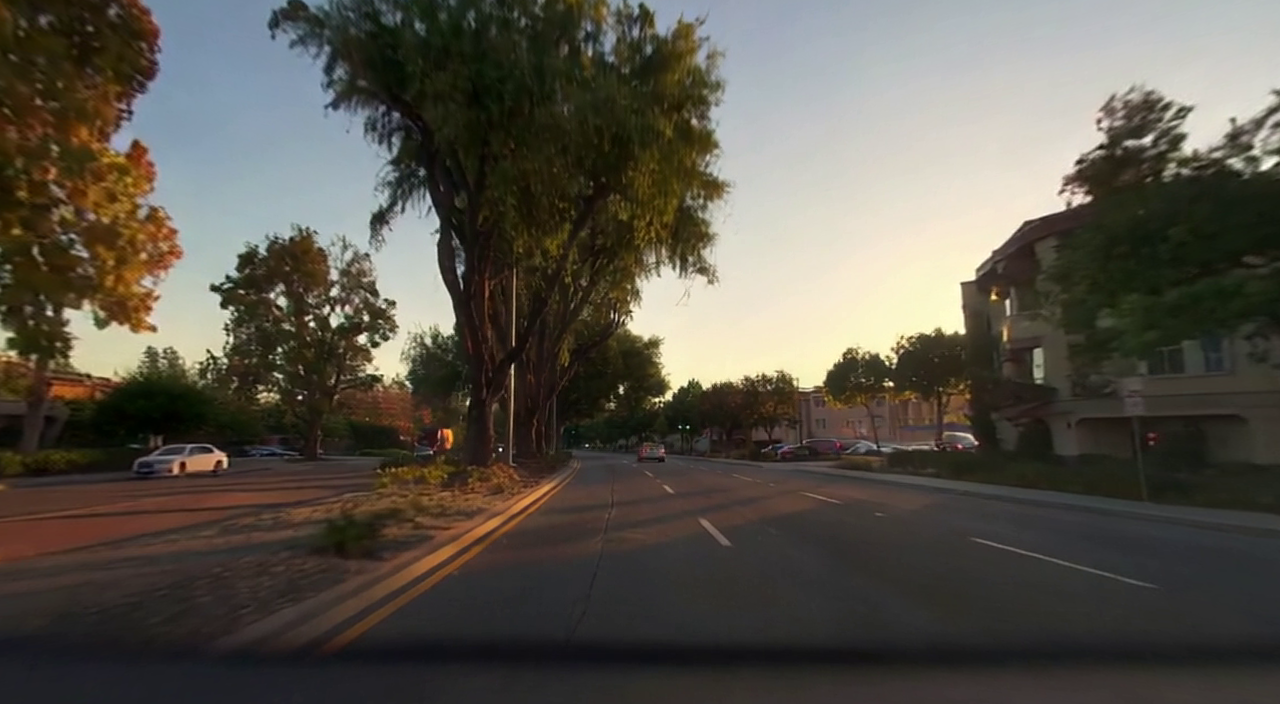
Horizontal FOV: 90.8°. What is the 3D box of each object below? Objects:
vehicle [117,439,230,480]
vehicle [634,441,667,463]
[{"bbox_3d":[-20.428,4.721,27.942,1.874,1.651,4.259,0,-9,-3],"label":"vehicle"},{"bbox_3d":[0.706,7.195,45.486,1.913,1.473,4.360,1,-9,-5],"label":"vehicle"}]
